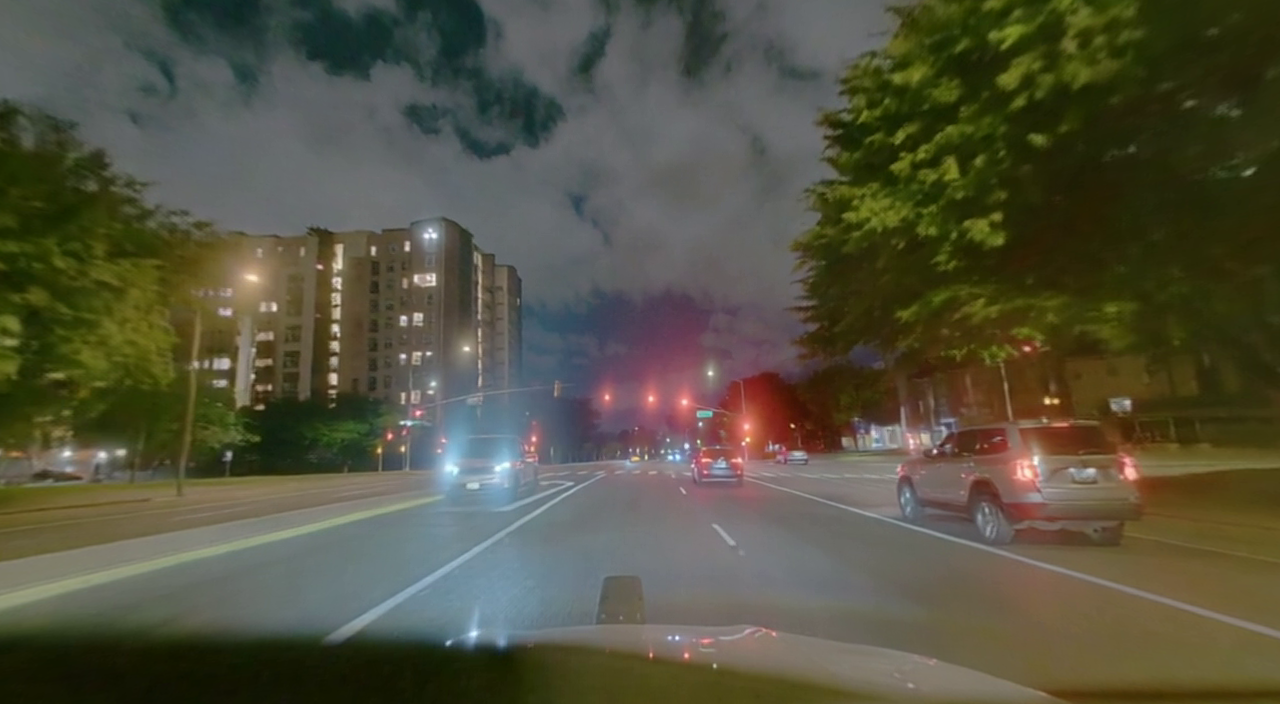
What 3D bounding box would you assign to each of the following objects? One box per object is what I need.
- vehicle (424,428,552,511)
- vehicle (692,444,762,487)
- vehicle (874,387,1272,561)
[{"bbox_3d":[-3.488,2.793,15.415,2.065,1.716,4.265,0,-9,-1],"label":"vehicle"},{"bbox_3d":[3.238,4.353,24.462,2.003,1.480,4.494,0,-9,-1],"label":"vehicle"},{"bbox_3d":[6.118,1.864,10.307,2.427,2.017,5.763,0,-9,1],"label":"vehicle"}]
